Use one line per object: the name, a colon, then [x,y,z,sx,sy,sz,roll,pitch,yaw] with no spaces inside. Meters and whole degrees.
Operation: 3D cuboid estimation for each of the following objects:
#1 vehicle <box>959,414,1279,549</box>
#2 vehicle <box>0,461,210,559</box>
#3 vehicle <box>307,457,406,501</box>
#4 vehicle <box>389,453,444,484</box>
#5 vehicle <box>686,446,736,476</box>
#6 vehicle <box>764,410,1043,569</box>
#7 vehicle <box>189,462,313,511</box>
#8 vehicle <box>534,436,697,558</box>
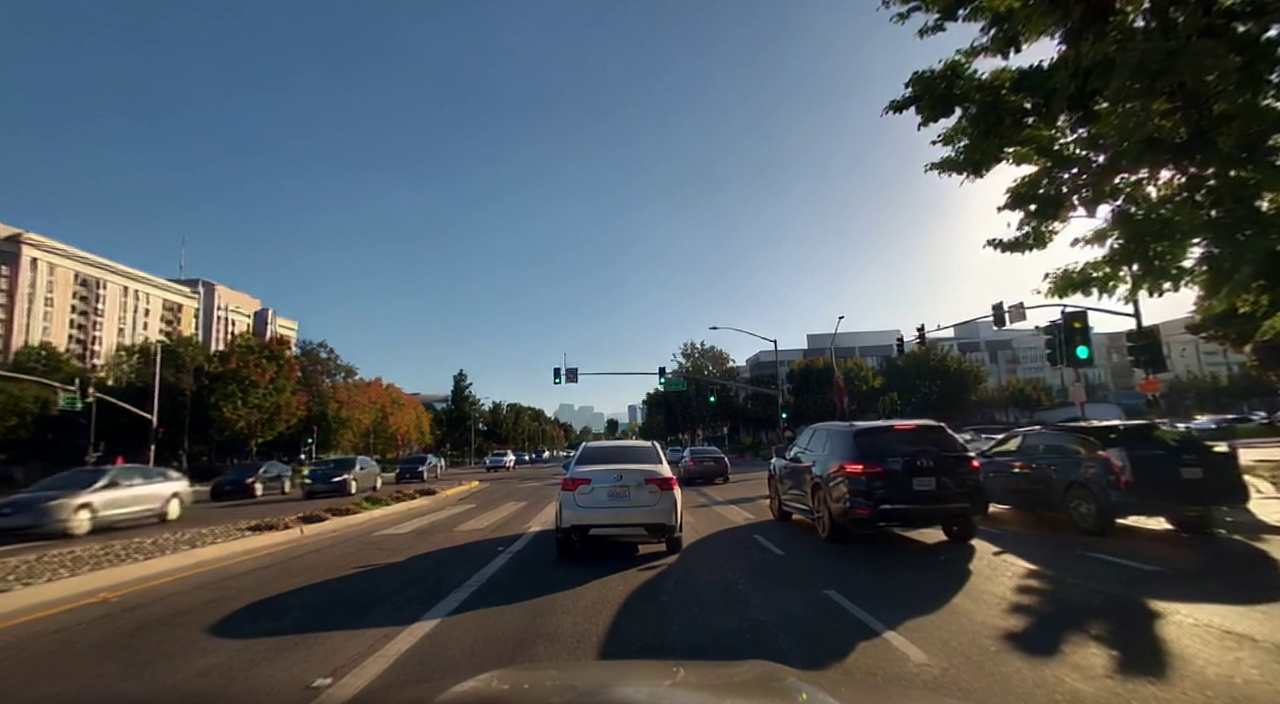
vehicle: [7.452,2.038,10.575,2.039,1.760,4.319,0,-8,2]
vehicle: [-11.818,3.244,13.663,1.903,1.627,4.308,0,-8,1]
vehicle: [-11.550,5.172,26.127,1.992,1.562,4.361,0,-8,1]
vehicle: [-14.715,7.670,41.862,1.908,1.797,4.620,0,-8,1]
vehicle: [3.720,5.807,34.012,2.123,1.455,4.318,0,-8,-1]
vehicle: [3.443,1.890,9.494,2.107,1.773,4.557,0,-8,-2]
vehicle: [-14.815,5.101,24.385,1.907,1.592,4.373,0,-8,1]
vehicle: [-0.313,2.119,9.960,2.034,1.500,3.966,0,-8,0]
